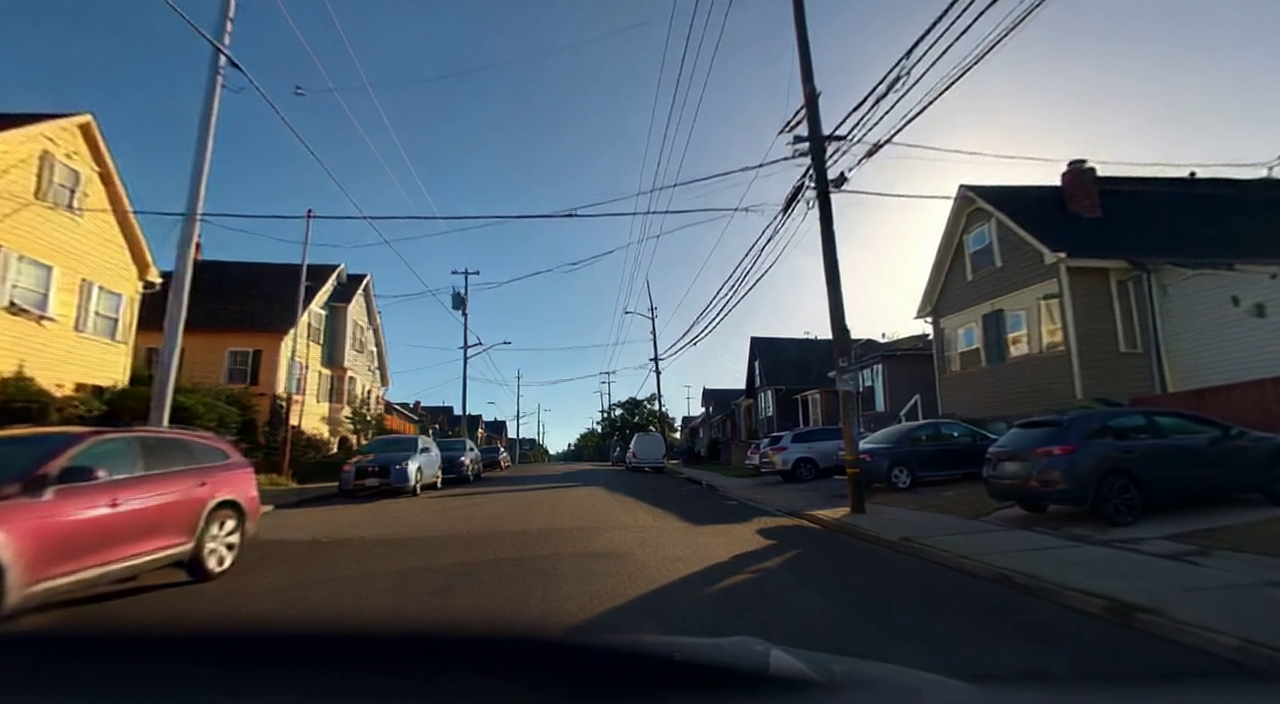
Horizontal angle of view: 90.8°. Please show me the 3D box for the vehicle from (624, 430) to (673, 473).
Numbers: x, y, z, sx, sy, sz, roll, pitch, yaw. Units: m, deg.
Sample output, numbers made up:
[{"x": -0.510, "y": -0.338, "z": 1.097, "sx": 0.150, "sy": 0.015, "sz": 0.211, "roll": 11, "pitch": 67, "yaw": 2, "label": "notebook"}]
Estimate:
[{"x": 0.403, "y": 5.652, "z": 36.243, "sx": 2.343, "sy": 2.229, "sz": 4.199, "roll": 2, "pitch": -8, "yaw": -4, "label": "vehicle"}]

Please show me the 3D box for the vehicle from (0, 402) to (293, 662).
[{"x": -4.995, "y": 1.183, "z": 4.913, "sx": 2.084, "sy": 1.522, "sz": 4.925, "roll": 3, "pitch": -6, "yaw": -5, "label": "vehicle"}]

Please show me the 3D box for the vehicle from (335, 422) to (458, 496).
[{"x": -6.166, "y": 2.689, "z": 16.516, "sx": 1.967, "sy": 1.656, "sz": 3.924, "roll": 2, "pitch": -7, "yaw": -6, "label": "vehicle"}]

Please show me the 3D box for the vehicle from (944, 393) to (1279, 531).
[{"x": 7.422, "y": 1.615, "z": 9.726, "sx": 4.316, "sy": 1.730, "sz": 2.166, "roll": -1, "pitch": -8, "yaw": -6, "label": "vehicle"}]

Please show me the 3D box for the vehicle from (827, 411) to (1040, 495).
[{"x": 7.243, "y": 2.505, "z": 15.867, "sx": 4.315, "sy": 1.736, "sz": 1.950, "roll": -2, "pitch": -8, "yaw": -7, "label": "vehicle"}]
